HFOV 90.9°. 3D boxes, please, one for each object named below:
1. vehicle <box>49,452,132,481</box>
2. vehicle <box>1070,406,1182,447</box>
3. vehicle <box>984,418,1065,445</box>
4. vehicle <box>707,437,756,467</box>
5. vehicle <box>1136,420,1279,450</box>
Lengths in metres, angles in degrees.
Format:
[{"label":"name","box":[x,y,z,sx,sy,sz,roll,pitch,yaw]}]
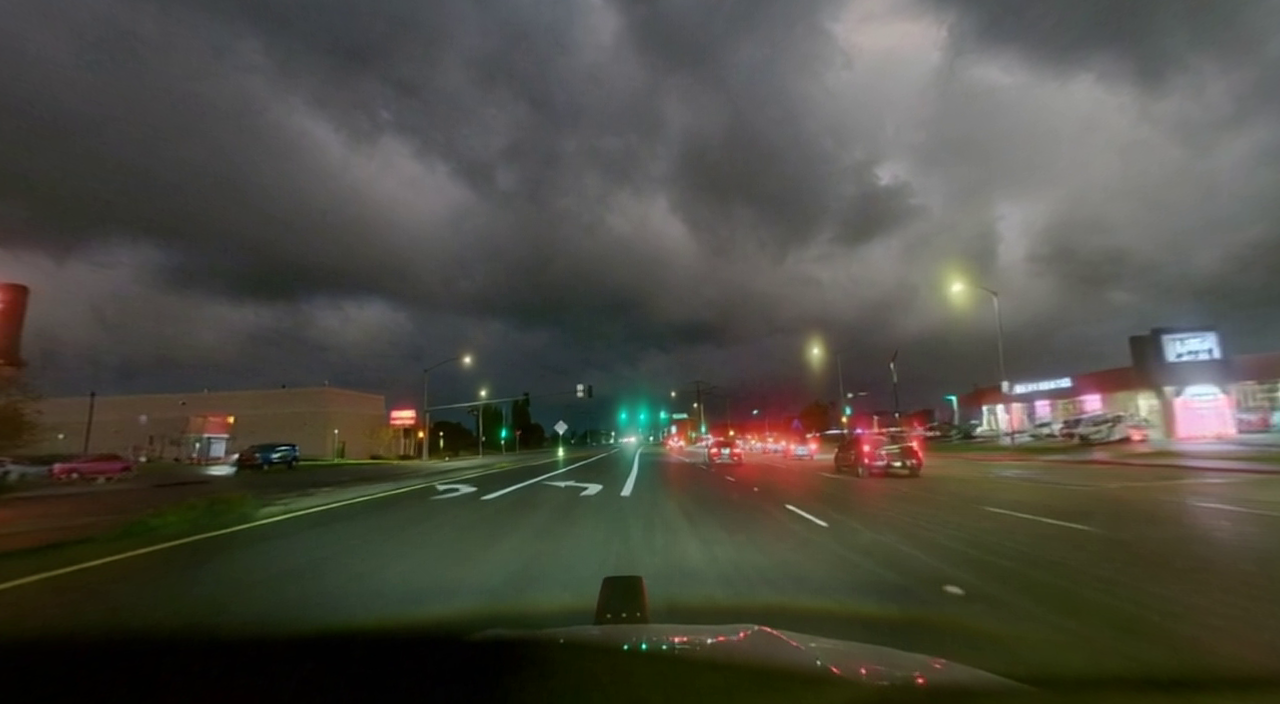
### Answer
[{"label":"vehicle","box":[-33.727,7.000,38.840,1.781,1.590,3.853,0,-8,-4]},{"label":"vehicle","box":[26.726,4.221,35.035,2.340,2.048,6.148,-2,-9,12]},{"label":"vehicle","box":[26.713,5.569,43.877,4.326,1.788,1.984,0,-8,-1]},{"label":"vehicle","box":[4.880,5.407,34.279,2.038,1.528,4.259,0,-8,0]},{"label":"vehicle","box":[27.037,3.429,26.326,2.870,1.165,10.713,-1,-8,-9]}]
